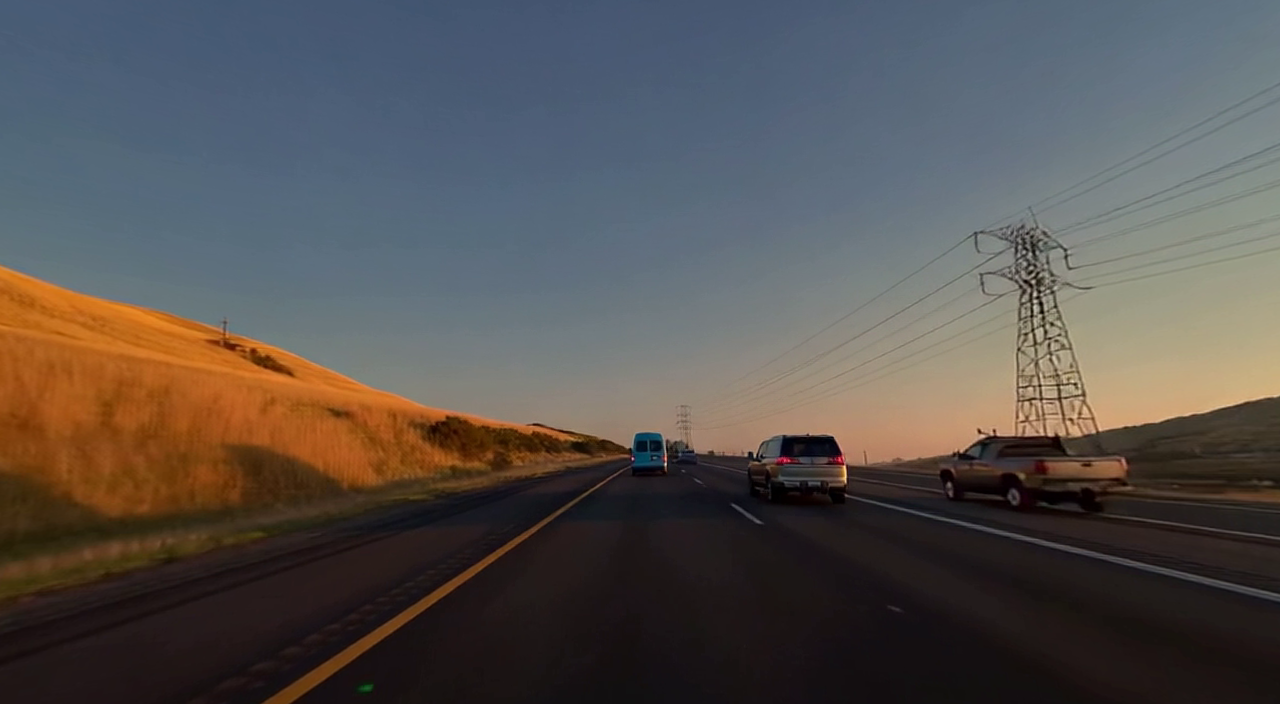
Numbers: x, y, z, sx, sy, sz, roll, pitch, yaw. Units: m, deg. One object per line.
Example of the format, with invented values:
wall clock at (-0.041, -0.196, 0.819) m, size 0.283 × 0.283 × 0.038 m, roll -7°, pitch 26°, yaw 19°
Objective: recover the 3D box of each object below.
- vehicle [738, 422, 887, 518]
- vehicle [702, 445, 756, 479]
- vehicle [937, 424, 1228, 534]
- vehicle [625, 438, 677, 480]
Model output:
vehicle at (3.677, 2.609, 14.467) m, size 2.139 × 1.821 × 4.480 m, roll 0°, pitch -8°, yaw 0°
vehicle at (4.144, 5.166, 29.981) m, size 1.938 × 1.466 × 4.356 m, roll 0°, pitch -8°, yaw 0°
vehicle at (7.957, 2.313, 12.128) m, size 2.216 × 1.673 × 4.660 m, roll 0°, pitch -8°, yaw 0°
vehicle at (0.519, 4.962, 29.525) m, size 2.268 × 1.772 × 4.523 m, roll 0°, pitch -8°, yaw 1°
